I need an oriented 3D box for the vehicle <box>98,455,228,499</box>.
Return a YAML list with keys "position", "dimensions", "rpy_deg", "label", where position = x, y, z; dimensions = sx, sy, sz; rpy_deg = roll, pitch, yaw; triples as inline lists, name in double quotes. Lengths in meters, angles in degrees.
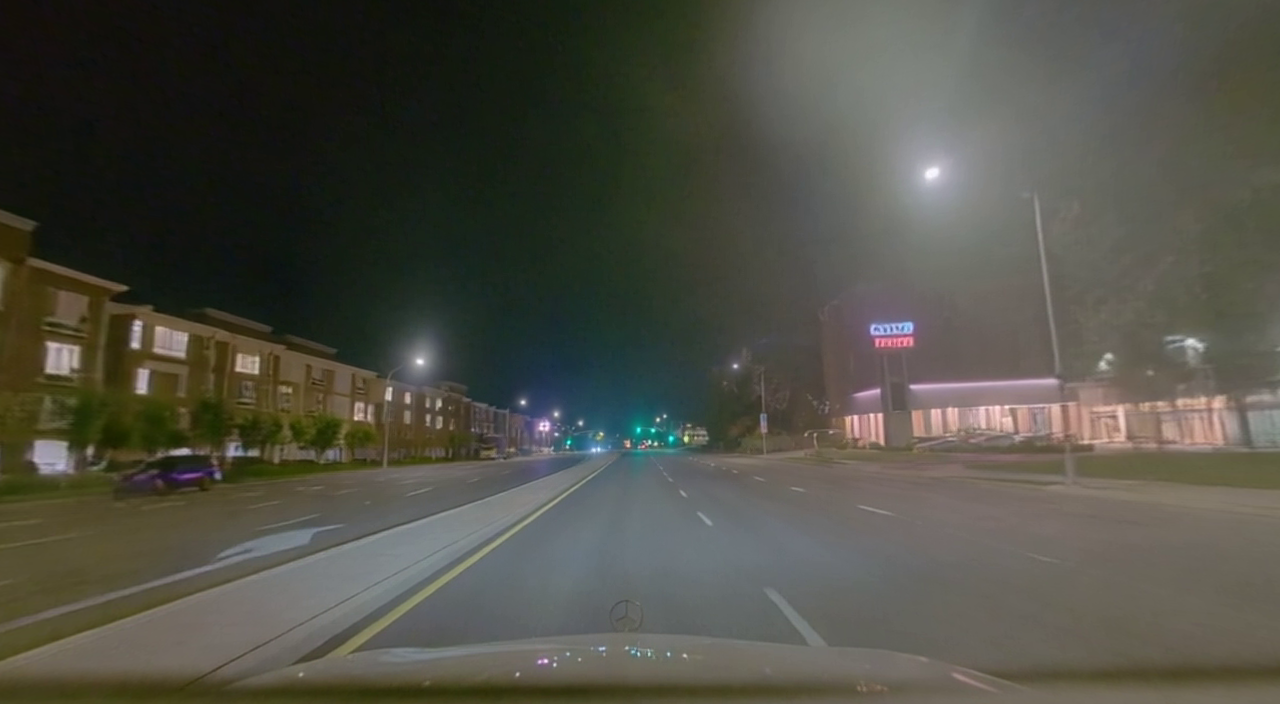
- position: [-19.260, 5.040, 25.811]
  dimensions: [2.018, 1.476, 4.310]
  rpy_deg: [-2, -8, -1]
  label: "vehicle"
